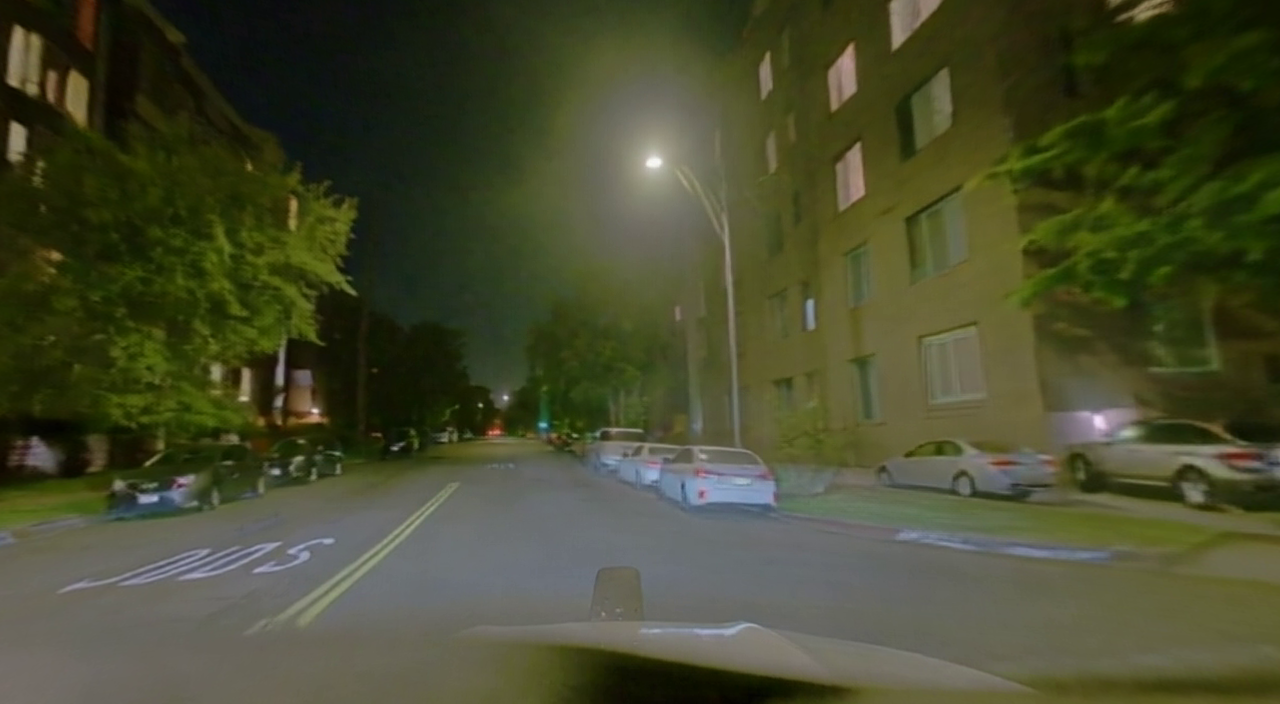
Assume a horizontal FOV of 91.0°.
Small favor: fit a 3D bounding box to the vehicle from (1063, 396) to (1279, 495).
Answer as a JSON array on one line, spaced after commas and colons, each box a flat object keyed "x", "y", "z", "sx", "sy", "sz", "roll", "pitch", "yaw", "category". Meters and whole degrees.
[{"x": 10.916, "y": 1.676, "z": 11.513, "sx": 5.312, "sy": 1.533, "sz": 2.104, "roll": 1, "pitch": -9, "yaw": -14, "category": "vehicle"}]

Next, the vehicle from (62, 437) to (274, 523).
[{"x": -10.245, "y": 2.776, "z": 14.218, "sx": 2.067, "sy": 1.510, "sz": 4.501, "roll": -1, "pitch": -9, "yaw": -12, "category": "vehicle"}]

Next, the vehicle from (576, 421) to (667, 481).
[{"x": -0.893, "y": 3.730, "z": 23.894, "sx": 2.365, "sy": 1.970, "sz": 6.011, "roll": 1, "pitch": -9, "yaw": -12, "category": "vehicle"}]

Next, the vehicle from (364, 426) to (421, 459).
[{"x": -15.635, "y": 5.818, "z": 40.085, "sx": 2.384, "sy": 1.781, "sz": 5.492, "roll": -2, "pitch": -9, "yaw": -11, "category": "vehicle"}]

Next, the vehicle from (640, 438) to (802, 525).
[{"x": 1.382, "y": 2.538, "z": 13.037, "sx": 1.977, "sy": 1.410, "sz": 4.744, "roll": 1, "pitch": -9, "yaw": -10, "category": "vehicle"}]

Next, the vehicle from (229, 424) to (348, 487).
[{"x": -12.088, "y": 3.638, "z": 22.112, "sx": 2.235, "sy": 1.802, "sz": 5.138, "roll": -1, "pitch": -9, "yaw": -12, "category": "vehicle"}]

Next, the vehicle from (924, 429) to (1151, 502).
[{"x": 8.664, "y": 2.445, "z": 13.904, "sx": 3.821, "sy": 1.417, "sz": 2.061, "roll": 1, "pitch": -9, "yaw": -14, "category": "vehicle"}]
